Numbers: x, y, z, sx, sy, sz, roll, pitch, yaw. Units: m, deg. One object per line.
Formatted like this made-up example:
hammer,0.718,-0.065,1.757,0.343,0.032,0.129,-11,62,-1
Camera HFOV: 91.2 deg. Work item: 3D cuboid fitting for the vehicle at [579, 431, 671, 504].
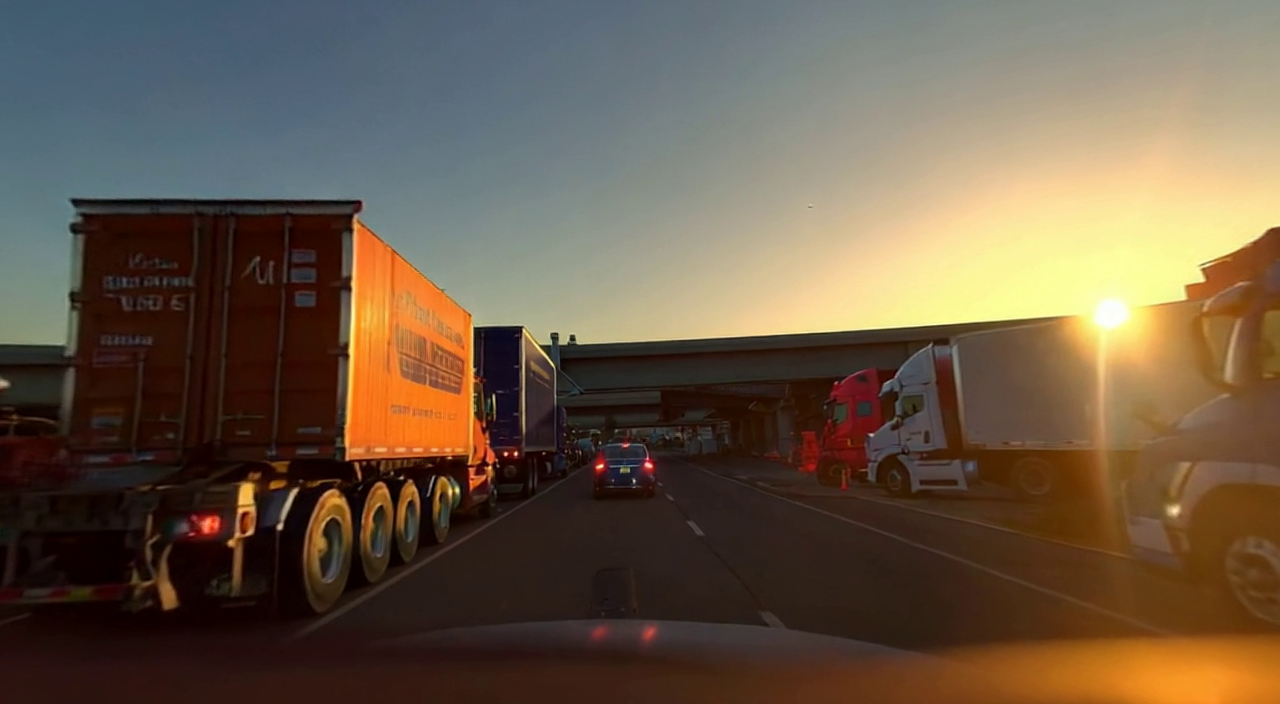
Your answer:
vehicle,-0.383,3.019,16.734,2.140,1.682,3.971,0,-9,-1

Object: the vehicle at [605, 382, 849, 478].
vehicle,3.675,4.140,33.353,2.877,4.124,14.516,3,-8,-40

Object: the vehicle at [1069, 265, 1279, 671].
vehicle,5.211,0.463,2.312,2.570,2.439,6.392,0,-9,-1

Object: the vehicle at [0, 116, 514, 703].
vehicle,-3.996,0.978,8.242,2.986,3.391,9.523,0,-9,-2
